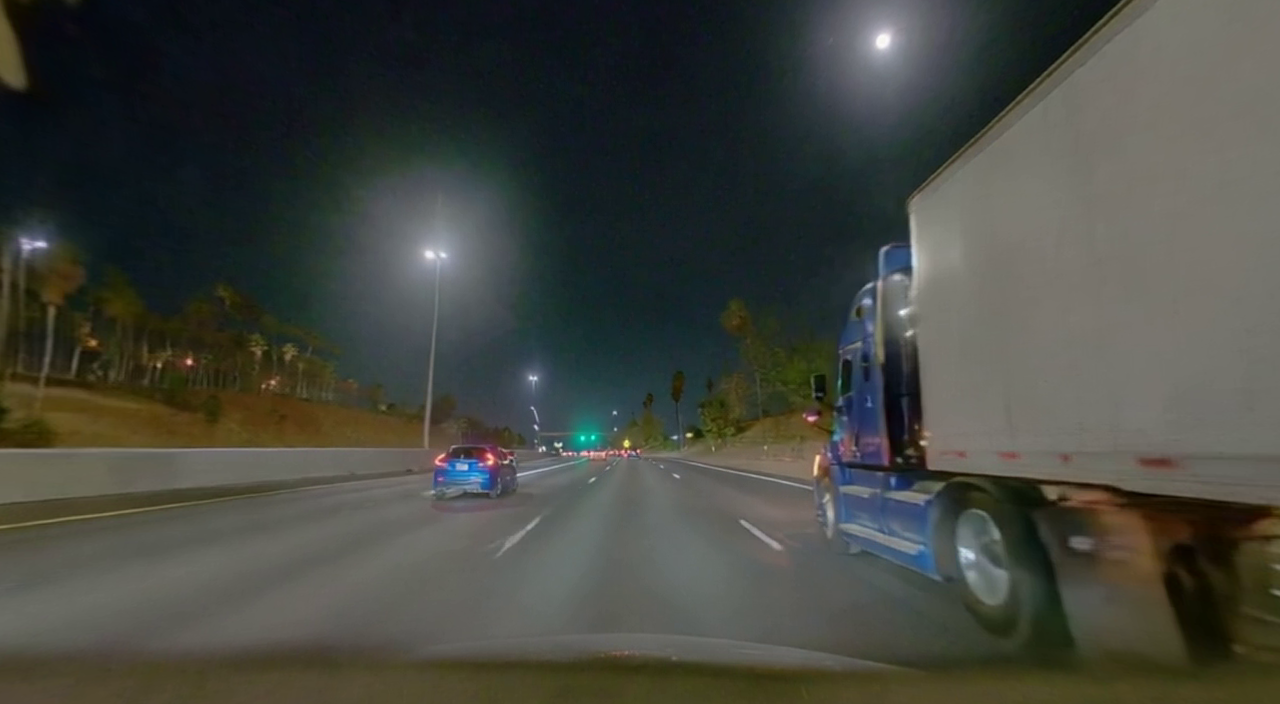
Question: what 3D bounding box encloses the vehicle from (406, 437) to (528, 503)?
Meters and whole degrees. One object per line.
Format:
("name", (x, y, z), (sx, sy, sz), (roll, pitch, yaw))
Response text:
("vehicle", (-4.449, 3.087, 16.917), (2.120, 1.537, 4.139), (0, -9, 0))
